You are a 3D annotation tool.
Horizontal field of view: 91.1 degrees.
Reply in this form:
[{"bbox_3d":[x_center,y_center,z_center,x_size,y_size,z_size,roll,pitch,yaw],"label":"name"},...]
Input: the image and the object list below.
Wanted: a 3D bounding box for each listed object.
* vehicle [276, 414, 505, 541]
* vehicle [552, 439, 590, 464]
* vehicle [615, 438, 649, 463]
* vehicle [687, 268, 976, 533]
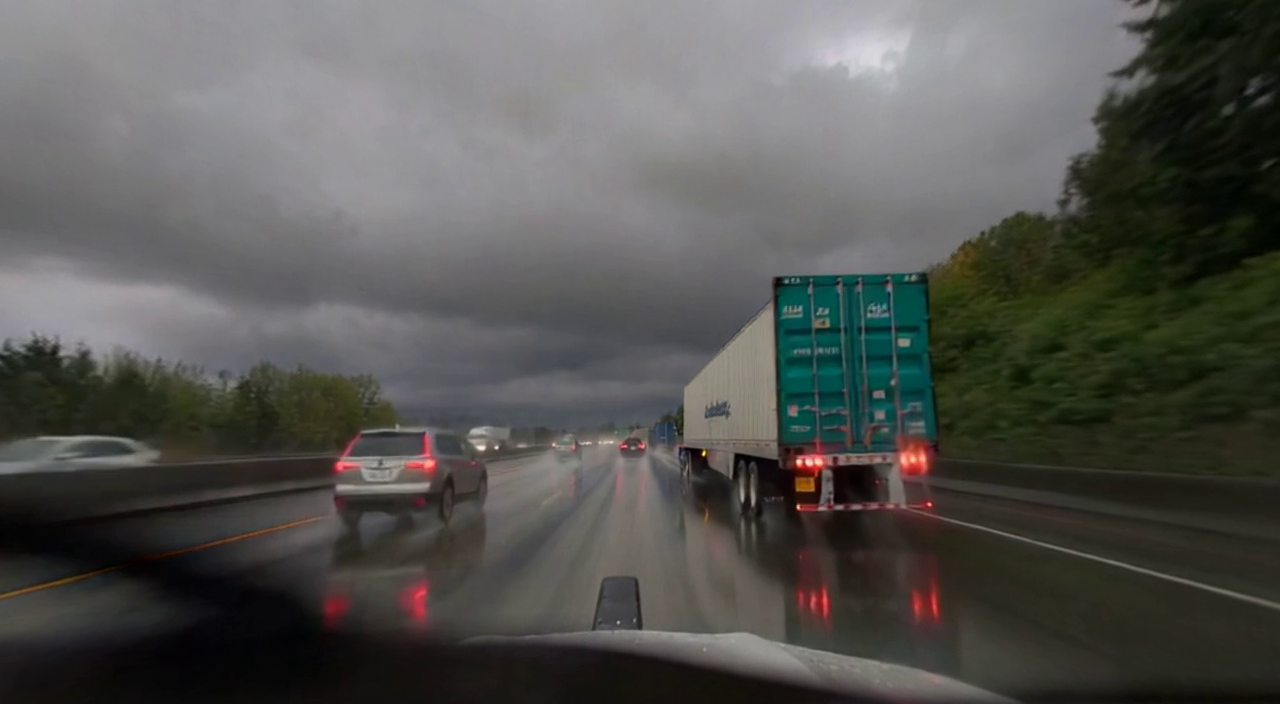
[{"bbox_3d":[-3.831,1.983,10.690,2.054,1.671,4.445,0,-8,0],"label":"vehicle"},{"bbox_3d":[-4.391,6.365,40.489,2.021,1.514,4.190,0,-8,0],"label":"vehicle"},{"bbox_3d":[-0.536,6.460,41.517,2.088,1.567,4.240,0,-8,-1],"label":"vehicle"},{"bbox_3d":[3.424,1.664,16.855,2.959,4.058,14.485,0,-8,-1],"label":"vehicle"}]
